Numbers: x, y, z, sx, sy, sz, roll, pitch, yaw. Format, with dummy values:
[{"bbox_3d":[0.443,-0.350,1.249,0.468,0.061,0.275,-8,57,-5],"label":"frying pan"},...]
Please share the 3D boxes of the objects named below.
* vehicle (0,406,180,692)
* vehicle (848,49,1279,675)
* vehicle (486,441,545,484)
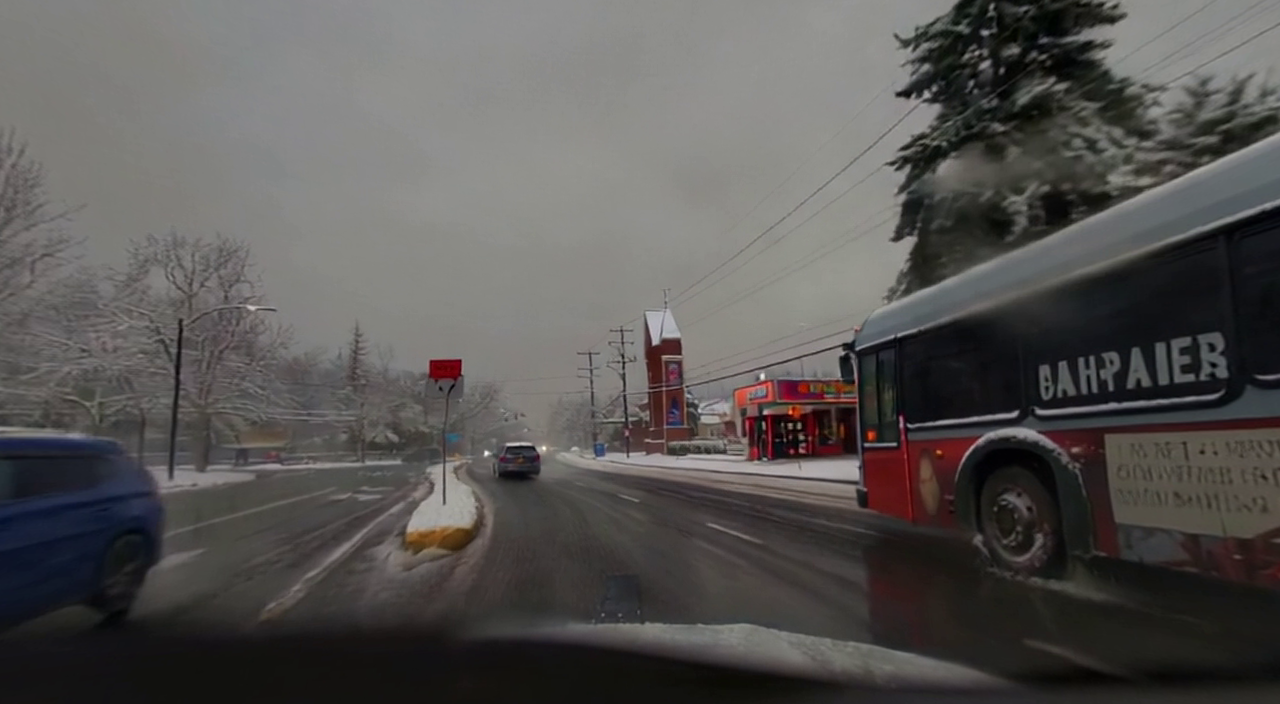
[{"bbox_3d":[-4.631,1.089,3.287,2.060,1.624,4.179,2,-9,-13],"label":"vehicle"},{"bbox_3d":[5.073,-0.093,2.526,3.028,3.353,12.630,1,-9,-6],"label":"vehicle"},{"bbox_3d":[-5.341,4.619,26.725,2.032,1.621,4.082,2,-9,-17],"label":"vehicle"}]
